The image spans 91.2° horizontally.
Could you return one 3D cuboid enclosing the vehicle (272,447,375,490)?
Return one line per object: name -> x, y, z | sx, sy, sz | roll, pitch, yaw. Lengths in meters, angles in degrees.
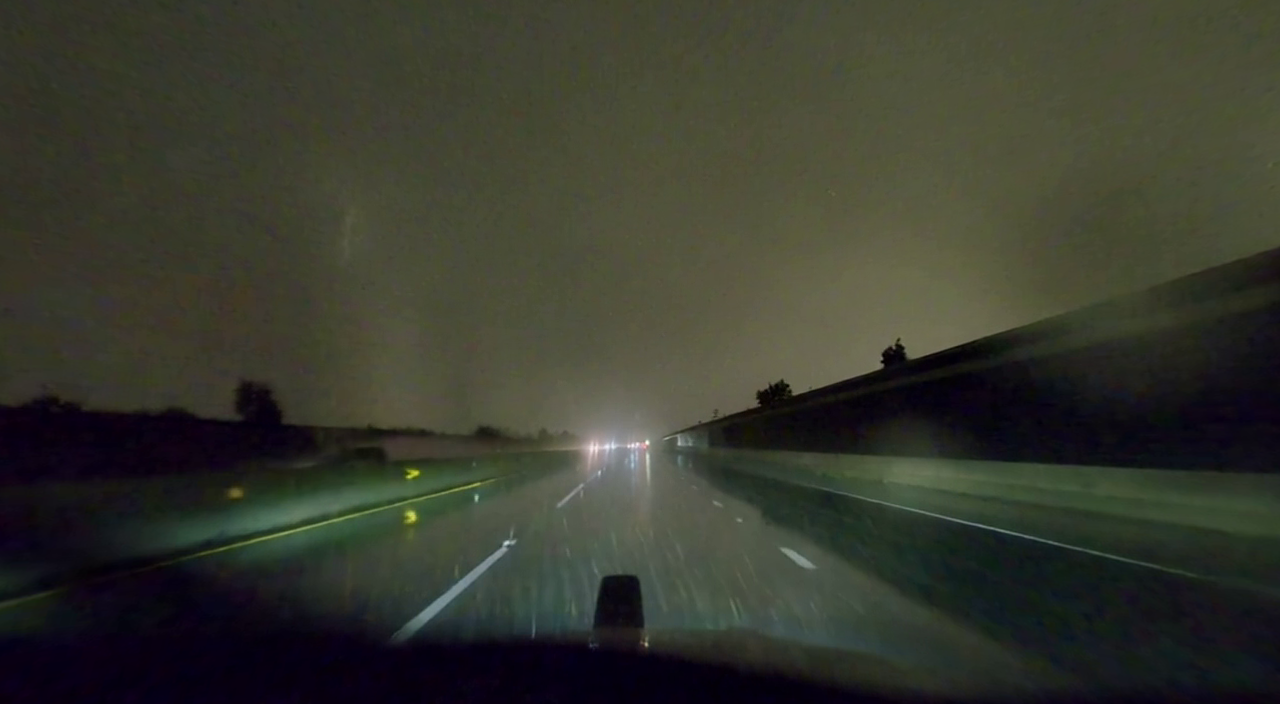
vehicle -> -12.994, 4.778, 26.078 | 1.943, 1.598, 4.516 | 0, -9, -1
